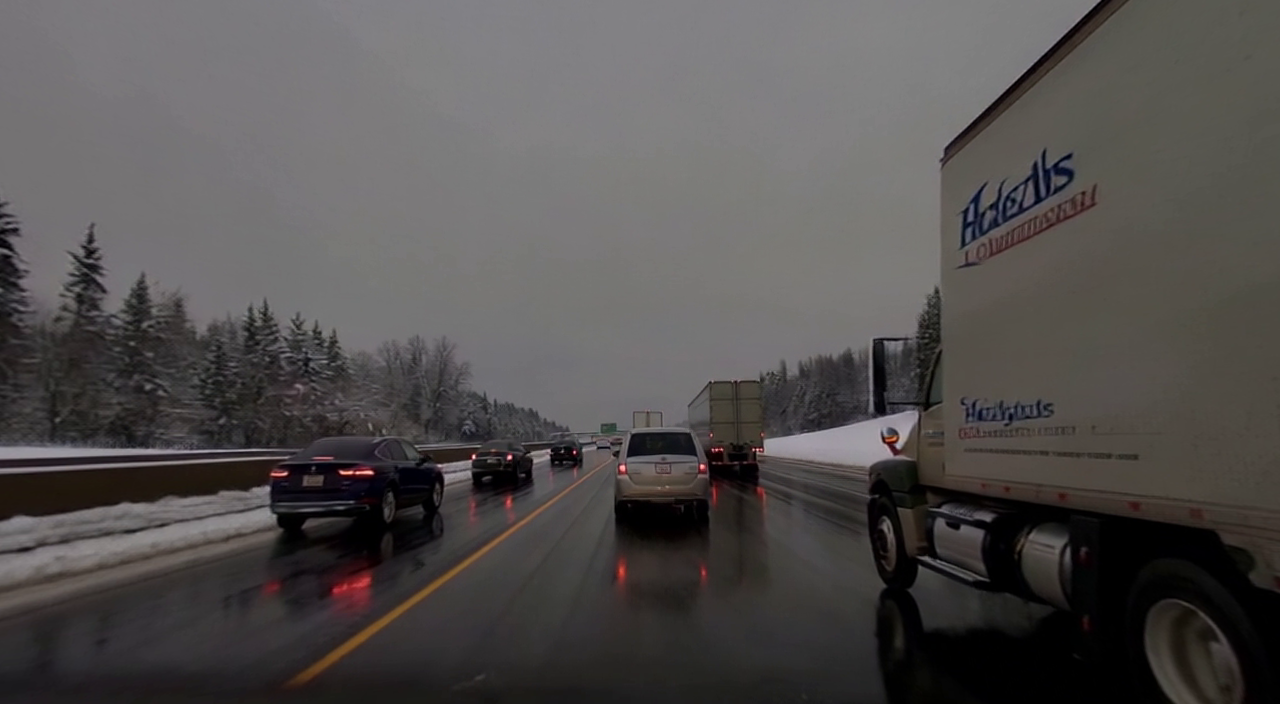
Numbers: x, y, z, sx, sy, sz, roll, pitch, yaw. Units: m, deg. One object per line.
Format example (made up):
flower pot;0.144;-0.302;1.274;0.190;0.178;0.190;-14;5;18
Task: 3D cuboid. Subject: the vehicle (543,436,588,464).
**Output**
vehicle;-4.186;5.564;36.052;1.887;1.493;4.411;0;-8;1

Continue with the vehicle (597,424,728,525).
vehicle;0.350;2.096;11.346;1.973;1.505;3.568;0;-8;0

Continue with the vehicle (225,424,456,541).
vehicle;-4.459;1.950;10.111;1.821;1.514;3.677;0;-8;1

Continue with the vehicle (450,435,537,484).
vehicle;-4.748;3.525;21.055;1.880;1.458;3.978;0;-8;1

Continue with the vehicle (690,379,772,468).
vehicle;4.773;4.269;36.285;2.892;4.101;14.252;0;-8;1

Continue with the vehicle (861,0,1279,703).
vehicle;4.030;-0.053;4.011;2.982;3.860;6.011;0;-8;0
